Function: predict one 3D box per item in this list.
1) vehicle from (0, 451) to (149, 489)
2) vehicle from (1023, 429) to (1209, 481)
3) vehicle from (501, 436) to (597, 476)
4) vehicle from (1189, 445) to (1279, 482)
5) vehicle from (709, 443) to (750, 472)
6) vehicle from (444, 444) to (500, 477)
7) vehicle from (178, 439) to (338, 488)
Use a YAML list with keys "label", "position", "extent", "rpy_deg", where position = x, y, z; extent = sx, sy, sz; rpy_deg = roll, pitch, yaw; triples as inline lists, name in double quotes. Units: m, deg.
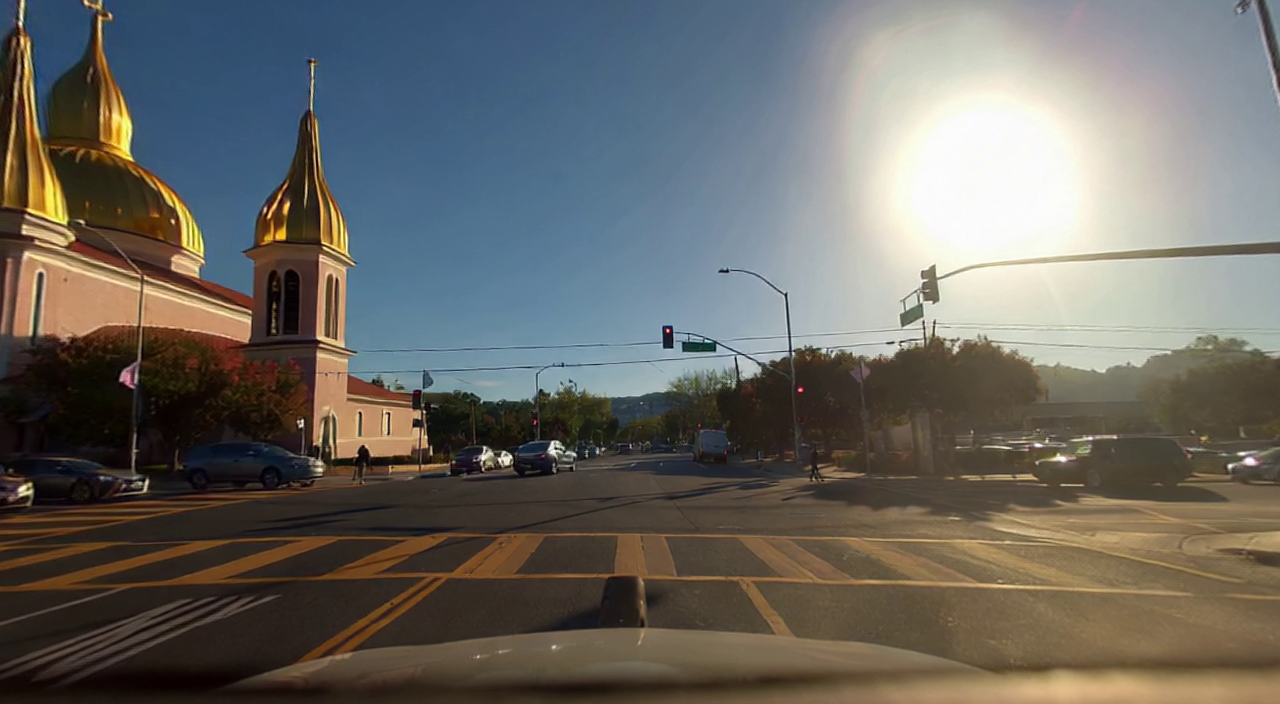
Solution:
- label: "vehicle"
  position: [-23.386, 4.888, 26.209]
  extent: [4.479, 1.476, 1.873]
  rpy_deg: [0, -8, 2]
- label: "vehicle"
  position: [19.832, 4.317, 26.575]
  extent: [5.852, 2.057, 2.361]
  rpy_deg: [0, -8, 1]
- label: "vehicle"
  position: [-4.135, 4.854, 29.706]
  extent: [2.223, 1.692, 4.688]
  rpy_deg: [-4, -9, 25]
- label: "vehicle"
  position: [26.335, 4.671, 26.667]
  extent: [4.561, 1.475, 1.850]
  rpy_deg: [0, -8, 0]
- label: "vehicle"
  position: [5.820, 6.859, 41.480]
  extent: [1.969, 1.776, 4.329]
  rpy_deg: [0, -8, -2]
- label: "vehicle"
  position: [-10.244, 6.613, 38.923]
  extent: [2.076, 1.876, 4.669]
  rpy_deg: [0, -8, 1]
- label: "vehicle"
  position: [-14.069, 4.110, 23.517]
  extent: [4.567, 1.724, 2.051]
  rpy_deg: [0, -8, -1]
